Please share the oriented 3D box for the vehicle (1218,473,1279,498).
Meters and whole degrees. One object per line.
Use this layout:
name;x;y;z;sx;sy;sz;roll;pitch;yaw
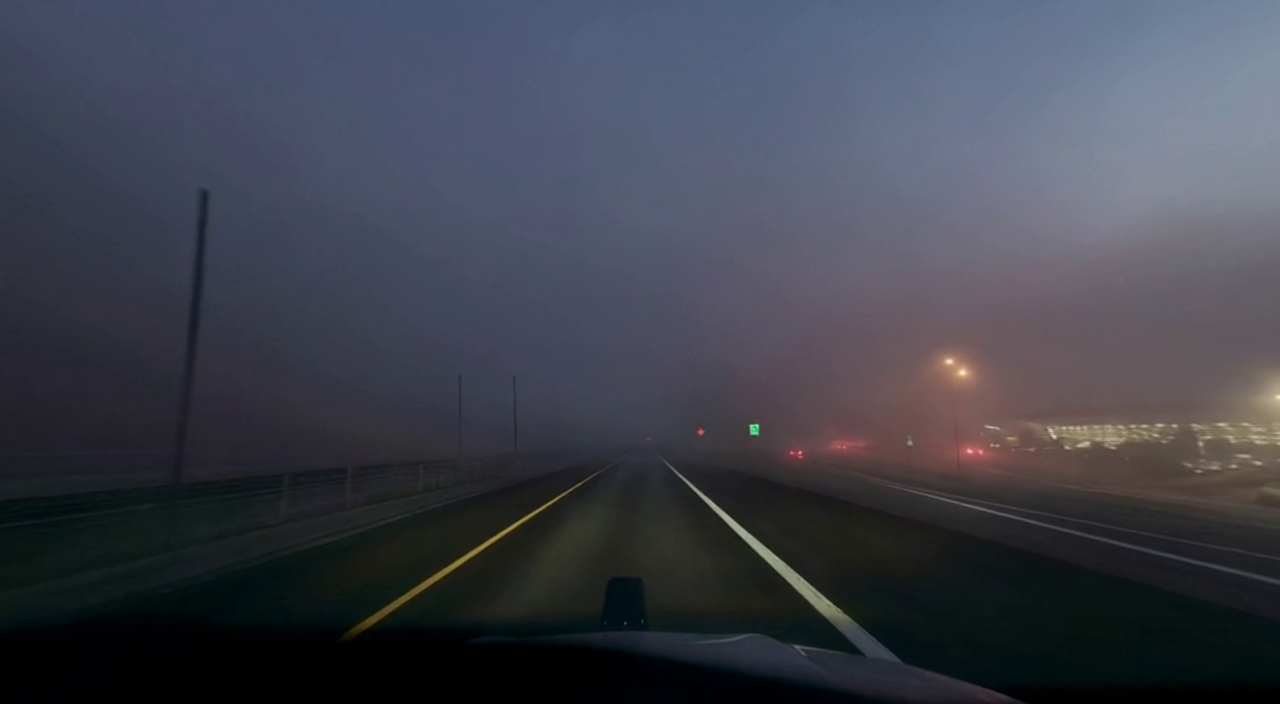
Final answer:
vehicle;44.117;9.503;44.932;4.270;1.626;1.897;1;-9;-10
